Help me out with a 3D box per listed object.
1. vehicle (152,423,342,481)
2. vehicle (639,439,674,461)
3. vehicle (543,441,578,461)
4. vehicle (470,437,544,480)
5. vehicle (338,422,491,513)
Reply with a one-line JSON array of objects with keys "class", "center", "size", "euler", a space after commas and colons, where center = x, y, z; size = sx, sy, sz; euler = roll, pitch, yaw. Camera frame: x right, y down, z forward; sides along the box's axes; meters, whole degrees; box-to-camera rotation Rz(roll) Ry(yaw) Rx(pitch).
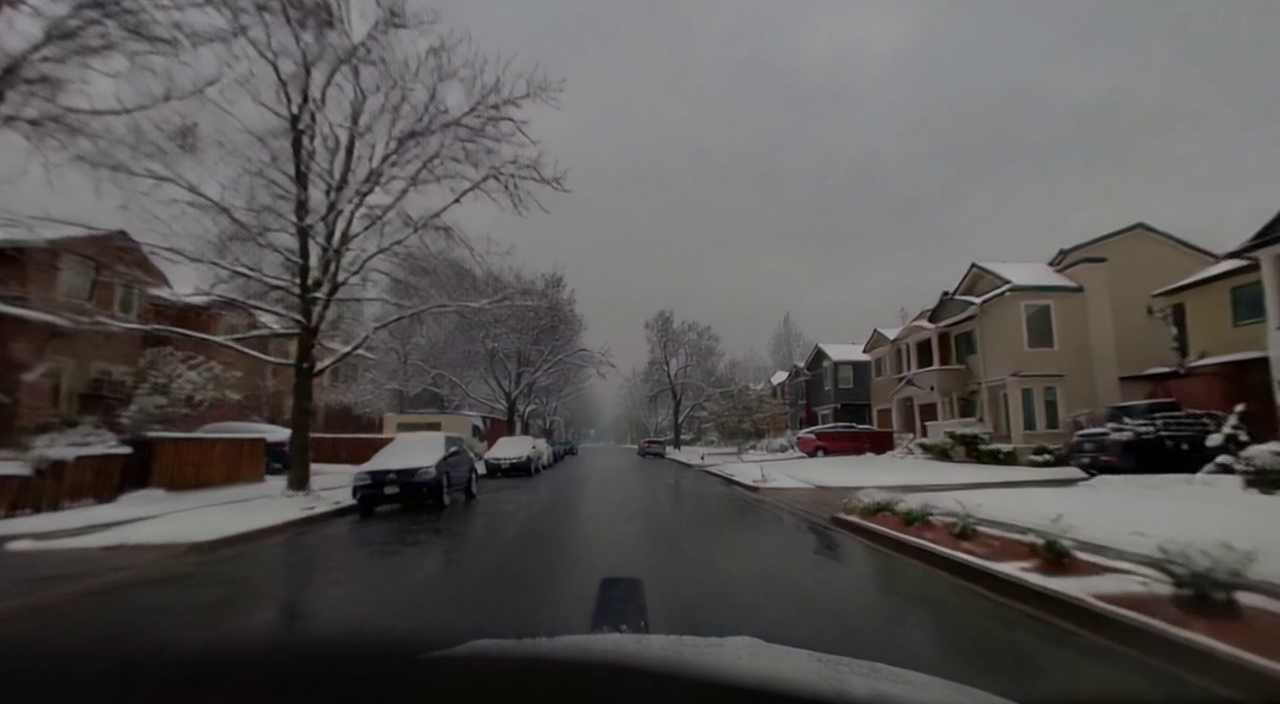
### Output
[{"class": "vehicle", "center": [-11.865, 3.034, 19.300], "size": [4.414, 1.658, 1.988], "euler": [1, -8, -3]}, {"class": "vehicle", "center": [1.136, 7.187, 46.358], "size": [2.000, 1.456, 5.251], "euler": [1, -8, -5]}, {"class": "vehicle", "center": [-5.779, 7.227, 46.190], "size": [1.995, 1.330, 4.080], "euler": [0, -8, 0]}, {"class": "vehicle", "center": [-5.122, 4.147, 24.909], "size": [2.086, 1.493, 4.582], "euler": [-1, -8, -2]}, {"class": "vehicle", "center": [-4.756, 2.524, 14.107], "size": [1.974, 1.664, 4.539], "euler": [0, -9, -3]}]
